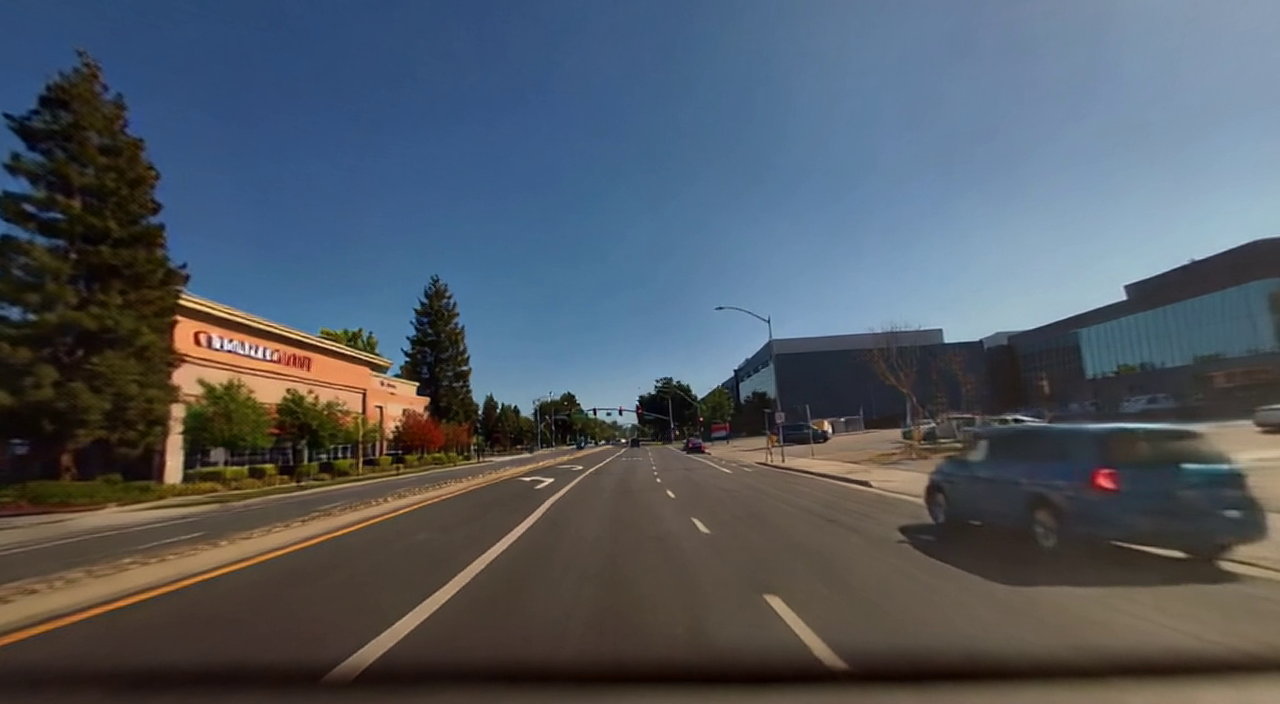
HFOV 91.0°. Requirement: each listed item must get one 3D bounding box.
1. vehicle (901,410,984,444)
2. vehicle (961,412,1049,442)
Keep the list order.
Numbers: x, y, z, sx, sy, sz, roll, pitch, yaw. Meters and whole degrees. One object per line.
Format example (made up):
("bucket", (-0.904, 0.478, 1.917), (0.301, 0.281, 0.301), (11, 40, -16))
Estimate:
("vehicle", (16.916, 4.284, 35.527), (2.059, 1.788, 4.708), (1, -8, -4))
("vehicle", (19.822, 4.154, 34.421), (2.021, 1.472, 4.047), (1, -8, -8))
